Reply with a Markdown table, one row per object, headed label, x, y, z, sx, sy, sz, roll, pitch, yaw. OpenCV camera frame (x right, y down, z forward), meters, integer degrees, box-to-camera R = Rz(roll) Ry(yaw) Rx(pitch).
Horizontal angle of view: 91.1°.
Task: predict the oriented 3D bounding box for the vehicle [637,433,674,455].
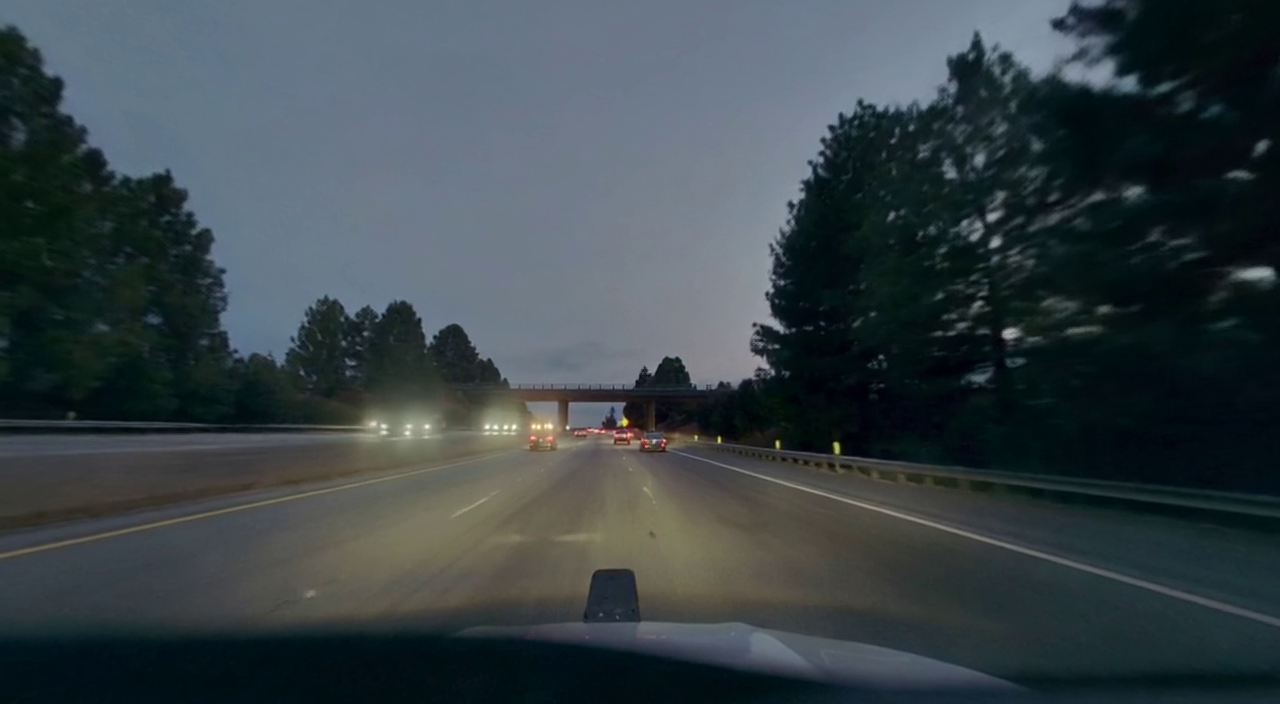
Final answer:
| label | x | y | z | sx | sy | sz | roll | pitch | yaw |
| --- | --- | --- | --- | --- | --- | --- | --- | --- | --- |
| vehicle | 0.933 | 5.902 | 40.424 | 1.999 | 1.329 | 3.913 | 1 | -8 | -4 |
